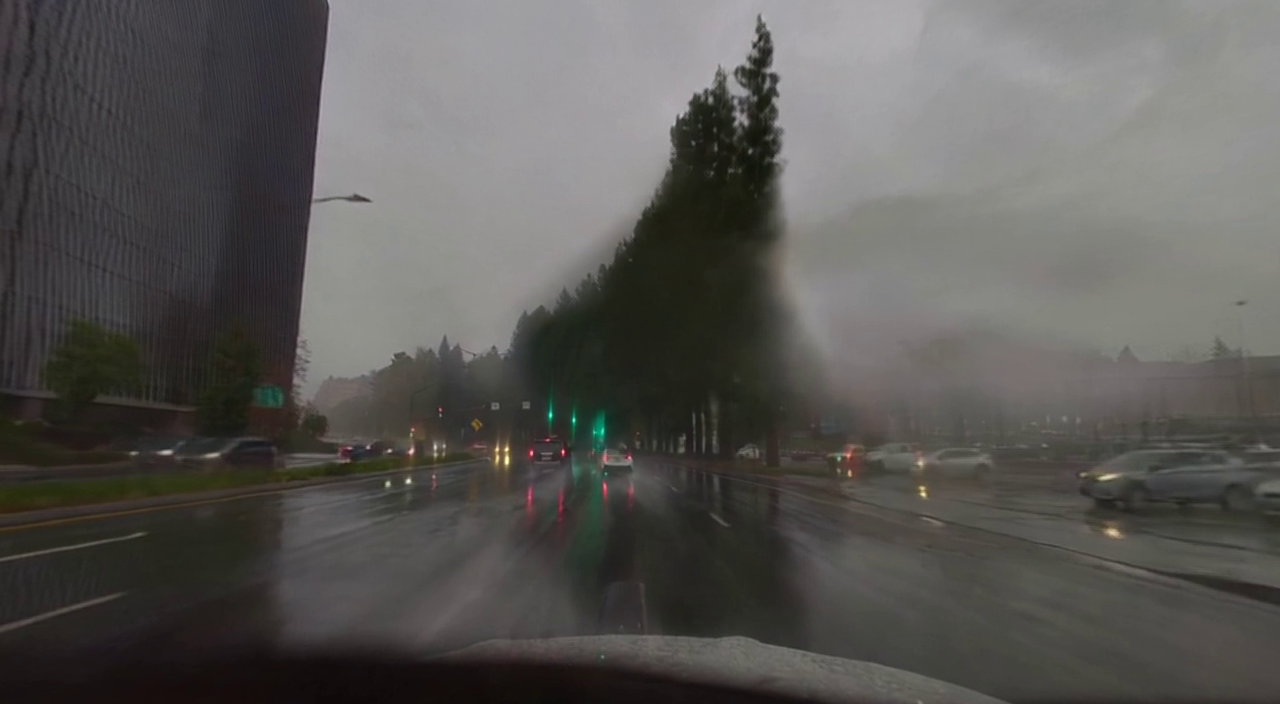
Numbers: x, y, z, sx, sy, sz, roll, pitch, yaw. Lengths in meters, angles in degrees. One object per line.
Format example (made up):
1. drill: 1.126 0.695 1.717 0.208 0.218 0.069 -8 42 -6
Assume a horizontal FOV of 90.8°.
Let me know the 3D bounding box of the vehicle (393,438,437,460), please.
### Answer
1. vehicle: -16.977 7.345 47.897 1.856 1.625 4.574 0 -8 -3

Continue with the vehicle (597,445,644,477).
1. vehicle: -0.973 5.148 30.033 2.050 1.385 4.096 0 -8 -3

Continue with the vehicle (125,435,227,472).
1. vehicle: -22.332 4.887 30.644 1.849 1.657 4.360 0 -8 -4

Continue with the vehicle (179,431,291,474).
1. vehicle: -18.472 4.593 29.188 2.087 1.788 4.999 0 -8 -3

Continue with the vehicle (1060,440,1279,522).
1. vehicle: 13.310 3.204 15.976 3.965 1.702 1.817 -3 -7 1

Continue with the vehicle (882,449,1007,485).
1. vehicle: 13.248 5.018 27.705 4.470 1.429 1.878 0 -7 2

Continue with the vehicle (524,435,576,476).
1. vehicle: -4.209 4.904 30.159 2.001 1.784 4.483 0 -8 -2
